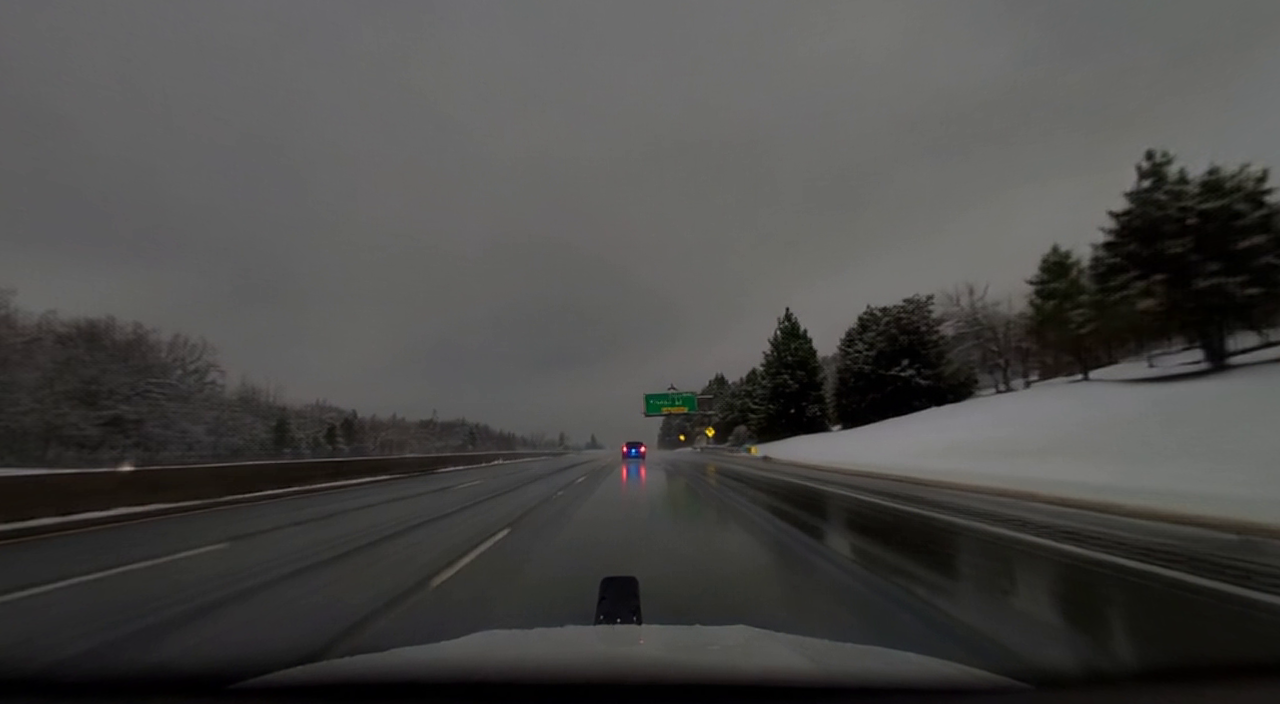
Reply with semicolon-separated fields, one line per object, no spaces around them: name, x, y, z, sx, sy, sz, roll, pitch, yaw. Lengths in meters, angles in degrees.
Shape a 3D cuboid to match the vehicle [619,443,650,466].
vehicle;-0.419;7.140;44.198;2.080;1.468;3.884;0;-9;-1
